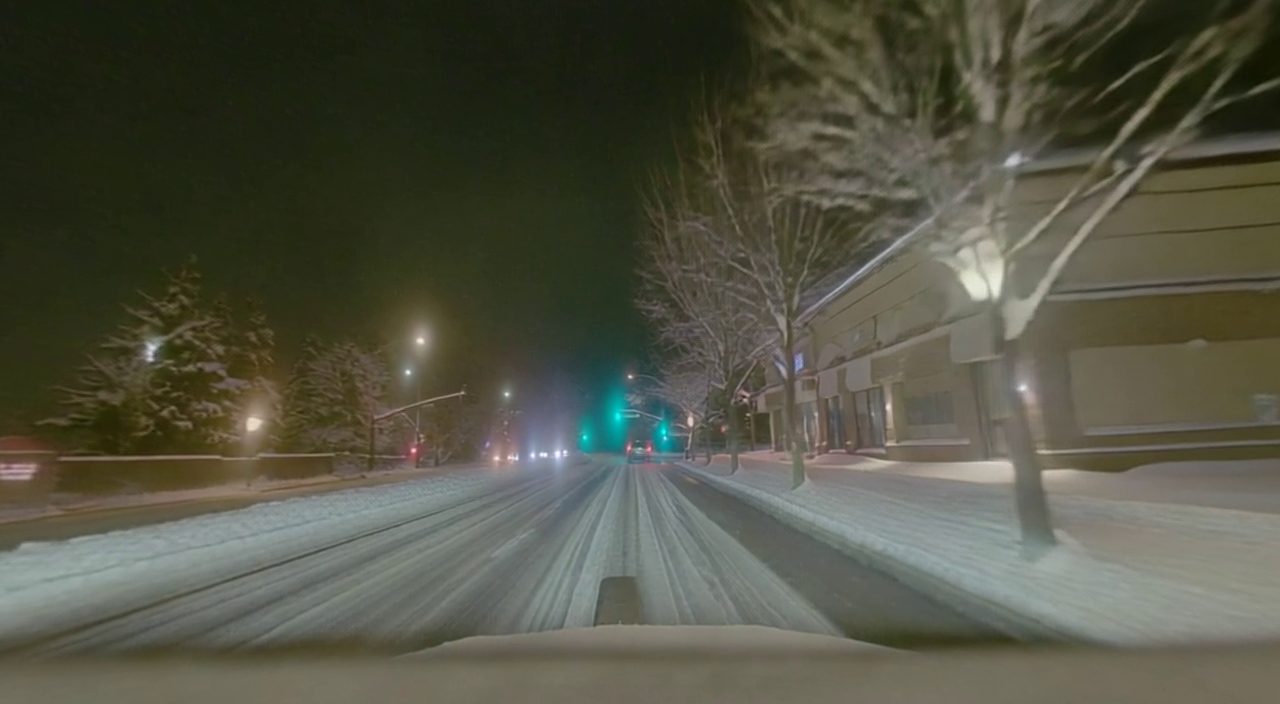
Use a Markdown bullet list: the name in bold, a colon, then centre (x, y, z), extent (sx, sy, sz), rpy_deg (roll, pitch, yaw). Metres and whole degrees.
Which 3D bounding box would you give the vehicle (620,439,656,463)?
- **vehicle**: centre (-0.059, 7.279, 46.276), extent (2.191, 1.607, 4.361), rpy_deg (-1, -9, 6)
